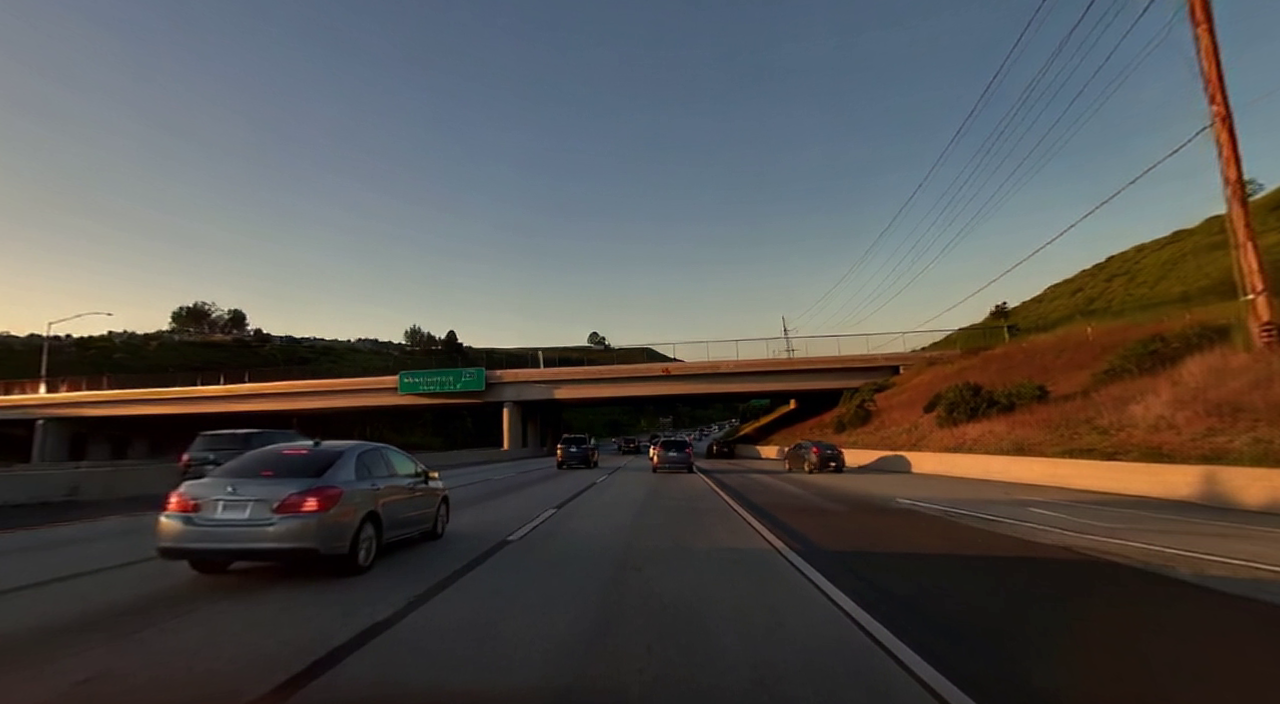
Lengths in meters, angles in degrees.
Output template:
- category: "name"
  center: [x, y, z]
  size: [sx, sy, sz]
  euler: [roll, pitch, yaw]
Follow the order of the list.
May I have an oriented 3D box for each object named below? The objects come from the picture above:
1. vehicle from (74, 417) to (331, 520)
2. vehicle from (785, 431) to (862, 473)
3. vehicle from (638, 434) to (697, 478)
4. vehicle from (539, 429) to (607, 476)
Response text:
- category: "vehicle"
  center: [-8.494, 2.301, 12.958]
  size: [2.062, 1.702, 4.587]
  euler: [0, -8, -2]
- category: "vehicle"
  center: [9.115, 5.025, 31.837]
  size: [2.059, 1.938, 4.793]
  euler: [0, -8, -5]
- category: "vehicle"
  center: [1.056, 4.223, 25.792]
  size: [2.193, 1.651, 3.946]
  euler: [0, -8, 0]
- category: "vehicle"
  center: [-2.758, 4.321, 27.263]
  size: [2.228, 1.845, 4.847]
  euler: [-1, -8, 2]
